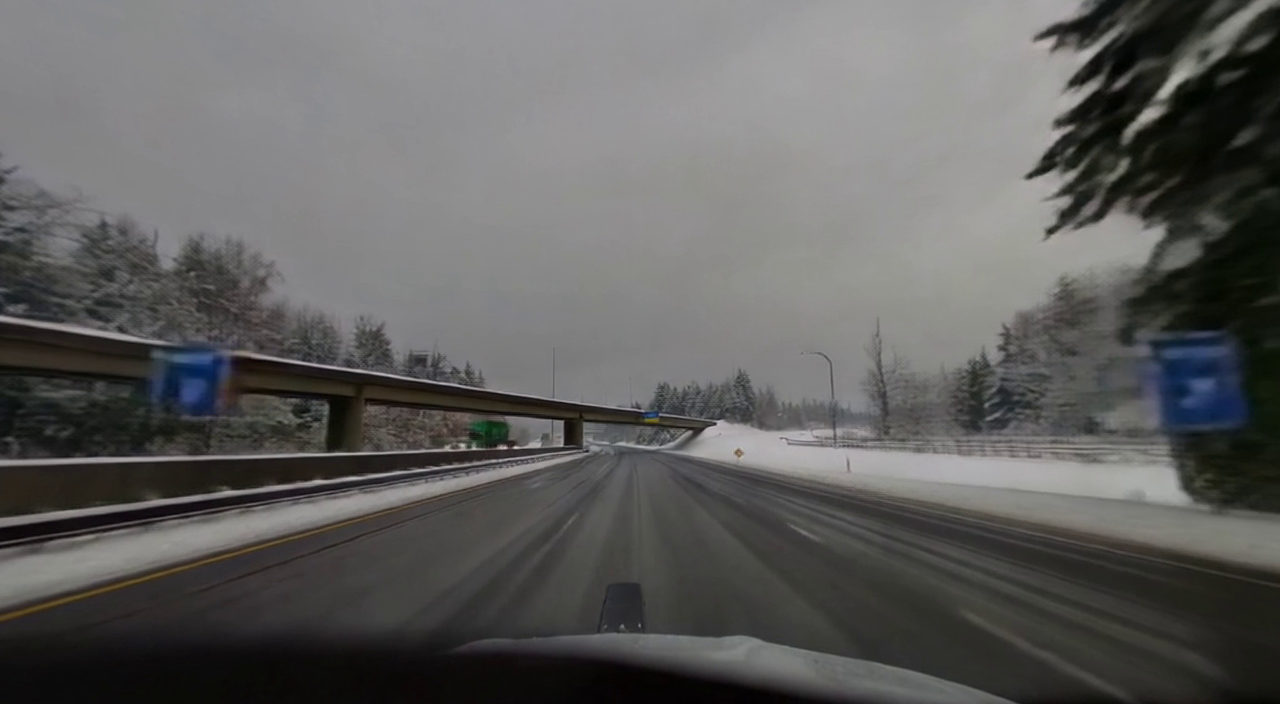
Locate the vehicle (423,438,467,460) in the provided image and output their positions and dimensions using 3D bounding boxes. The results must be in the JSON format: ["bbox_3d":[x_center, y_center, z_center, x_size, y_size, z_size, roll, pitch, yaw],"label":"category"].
[{"bbox_3d":[-15.222,7.620,49.436,2.117,1.623,4.690,0,-9,-2],"label":"vehicle"}]
